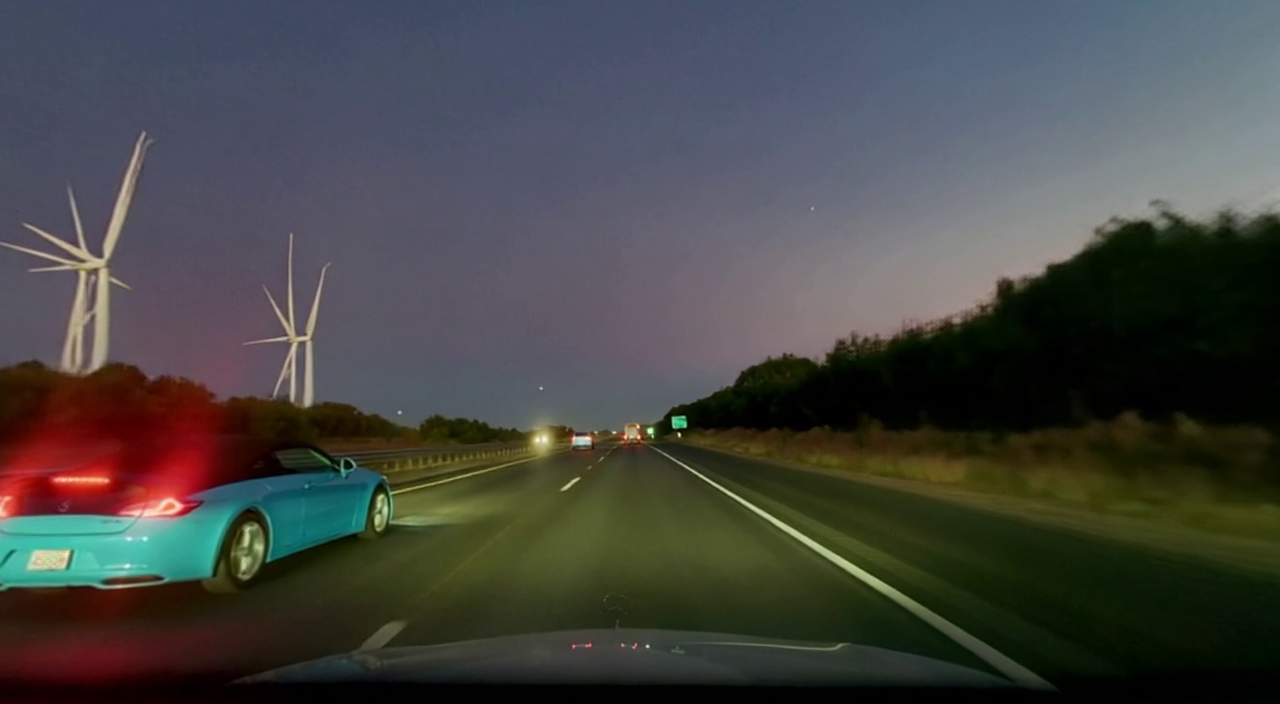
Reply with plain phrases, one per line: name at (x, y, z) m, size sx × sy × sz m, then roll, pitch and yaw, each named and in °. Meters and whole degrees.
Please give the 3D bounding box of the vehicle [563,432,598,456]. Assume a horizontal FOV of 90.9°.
vehicle at (-3.779, 5.934, 40.842) m, size 2.024 × 1.456 × 3.754 m, roll 0°, pitch -8°, yaw -2°

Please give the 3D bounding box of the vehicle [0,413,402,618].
vehicle at (-4.253, 1.420, 6.522) m, size 1.969 × 1.413 × 4.194 m, roll 0°, pitch -8°, yaw -1°
